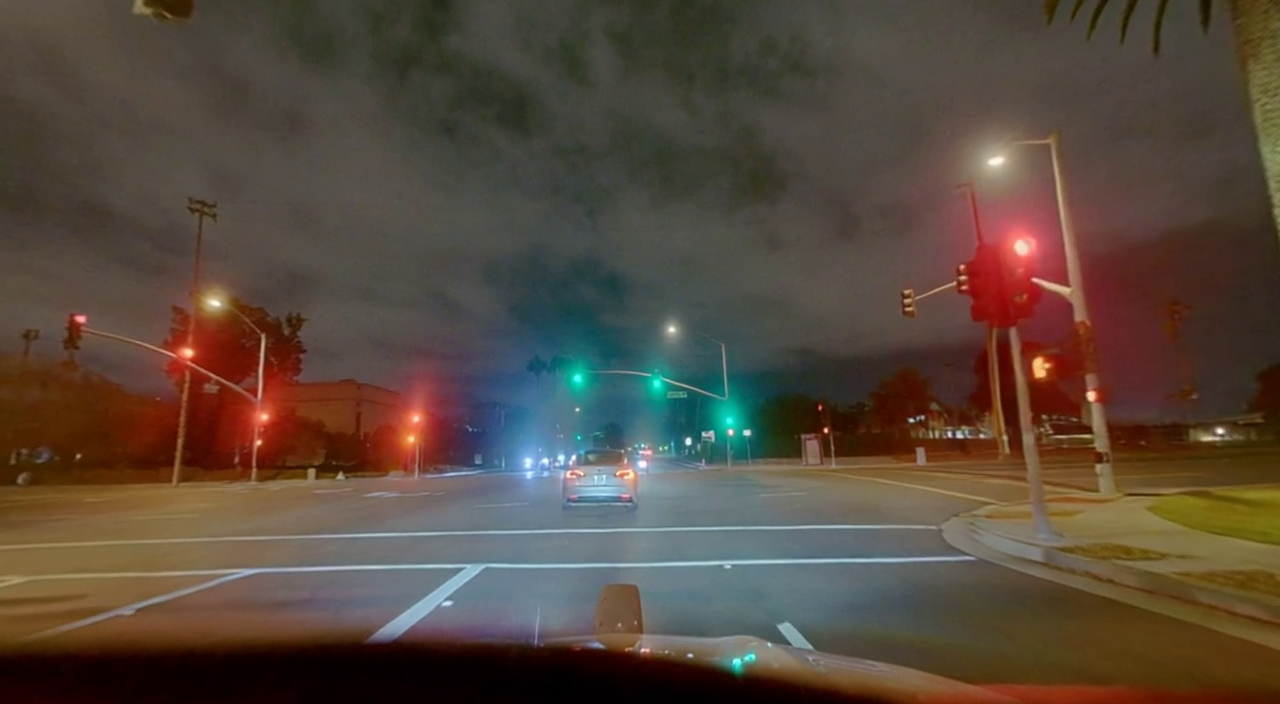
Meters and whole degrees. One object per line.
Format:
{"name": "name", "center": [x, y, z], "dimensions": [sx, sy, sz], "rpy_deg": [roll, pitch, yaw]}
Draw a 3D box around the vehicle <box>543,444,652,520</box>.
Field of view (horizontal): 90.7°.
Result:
{"name": "vehicle", "center": [-0.887, 2.917, 14.724], "dimensions": [2.152, 1.478, 4.229], "rpy_deg": [0, -9, -1]}
